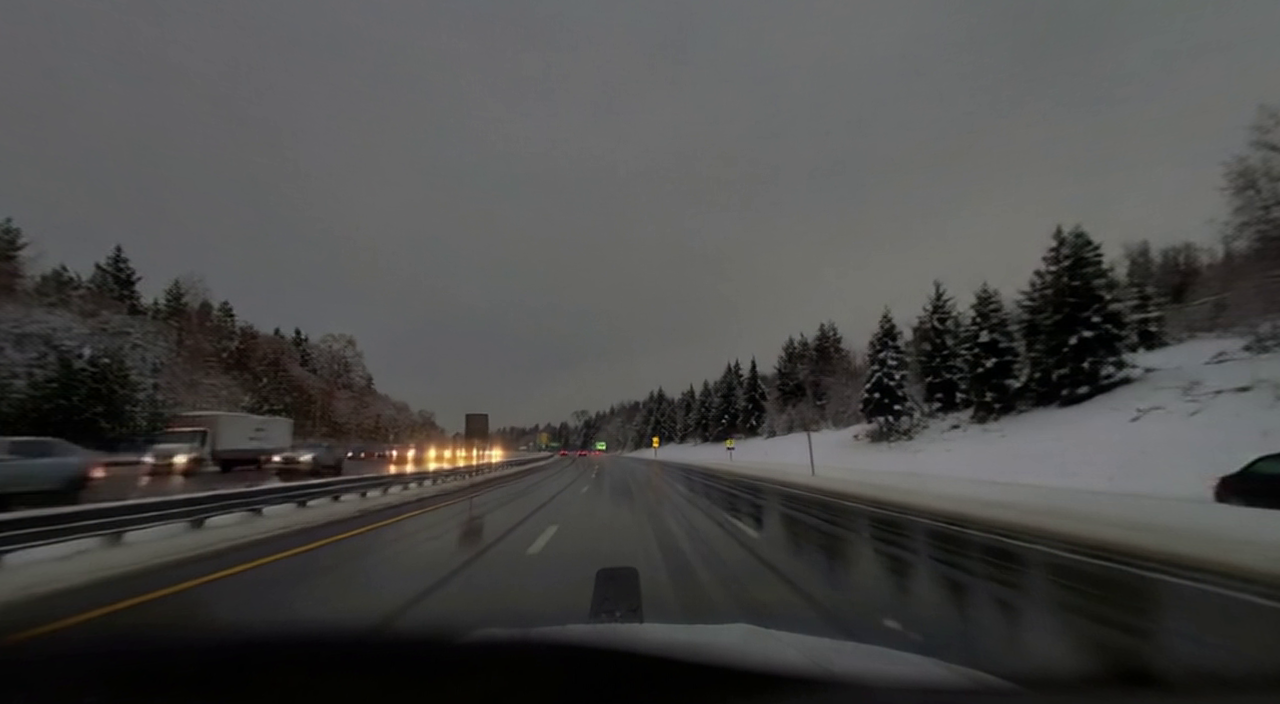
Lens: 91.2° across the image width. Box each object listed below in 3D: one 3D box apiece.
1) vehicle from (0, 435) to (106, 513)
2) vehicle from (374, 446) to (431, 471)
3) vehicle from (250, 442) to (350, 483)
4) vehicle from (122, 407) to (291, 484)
[{"bbox_3d":[-13.357,2.369,12.152,1.898,1.484,4.729,0,-9,-2],"label":"vehicle"},{"bbox_3d":[-15.462,6.949,41.125,1.946,1.539,5.095,0,-9,-3],"label":"vehicle"},{"bbox_3d":[-13.932,4.542,26.008,1.870,1.494,4.423,0,-9,-3],"label":"vehicle"},{"bbox_3d":[-20.195,4.489,30.006,2.672,3.162,7.942,0,-9,-3],"label":"vehicle"}]
